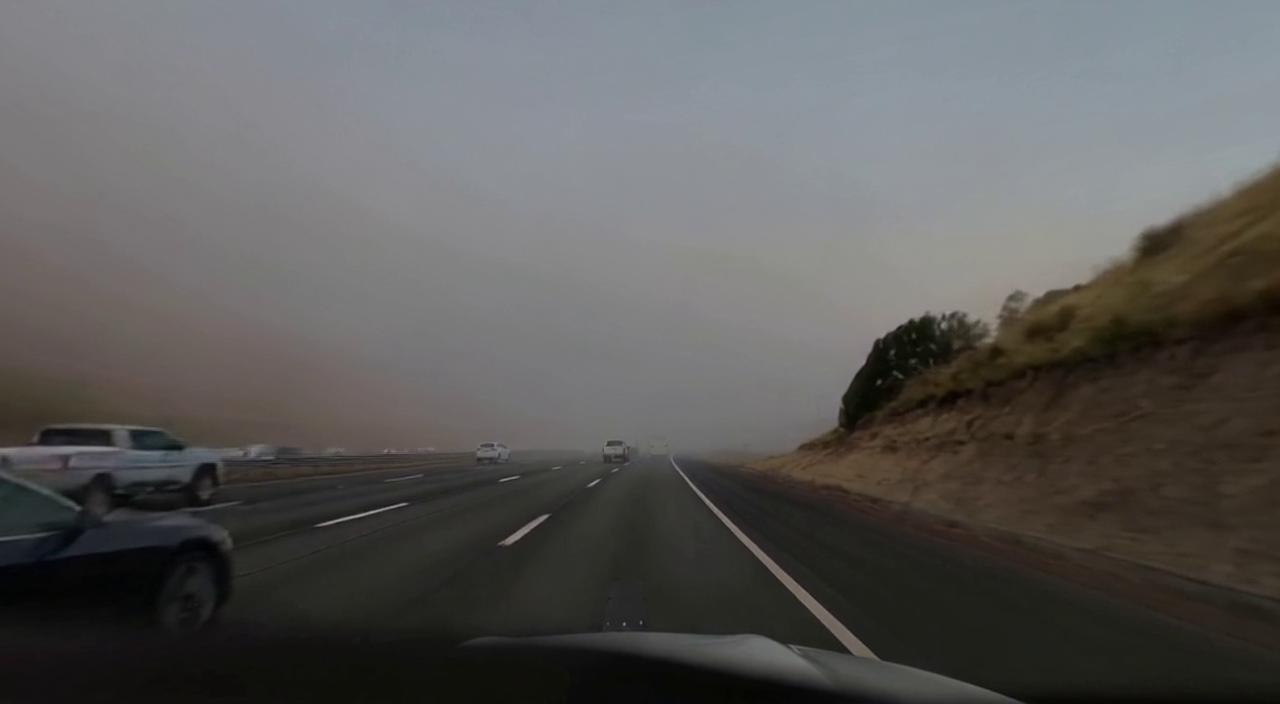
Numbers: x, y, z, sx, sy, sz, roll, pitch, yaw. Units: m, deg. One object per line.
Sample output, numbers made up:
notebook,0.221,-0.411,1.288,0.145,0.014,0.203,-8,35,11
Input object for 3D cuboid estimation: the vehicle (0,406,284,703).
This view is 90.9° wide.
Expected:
vehicle,-3.525,0.949,2.359,1.896,1.491,4.146,0,-8,1

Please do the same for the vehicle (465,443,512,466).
vehicle,-10.183,6.921,42.766,1.927,1.454,4.395,-1,-8,3
